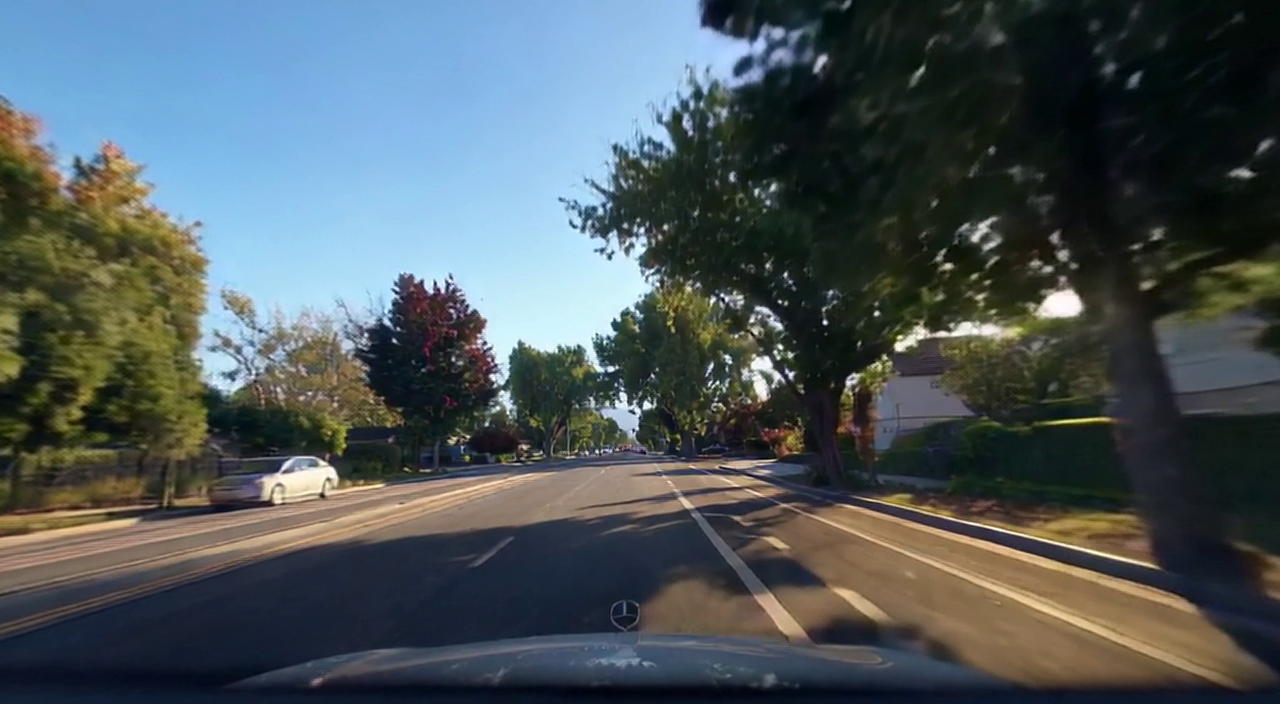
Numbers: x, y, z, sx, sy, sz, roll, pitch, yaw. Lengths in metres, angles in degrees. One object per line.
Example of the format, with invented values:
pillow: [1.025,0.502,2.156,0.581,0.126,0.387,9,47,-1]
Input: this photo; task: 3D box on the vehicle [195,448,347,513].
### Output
vehicle: [-11.544,4.026,20.226,2.047,1.710,4.473,-3,-9,2]
